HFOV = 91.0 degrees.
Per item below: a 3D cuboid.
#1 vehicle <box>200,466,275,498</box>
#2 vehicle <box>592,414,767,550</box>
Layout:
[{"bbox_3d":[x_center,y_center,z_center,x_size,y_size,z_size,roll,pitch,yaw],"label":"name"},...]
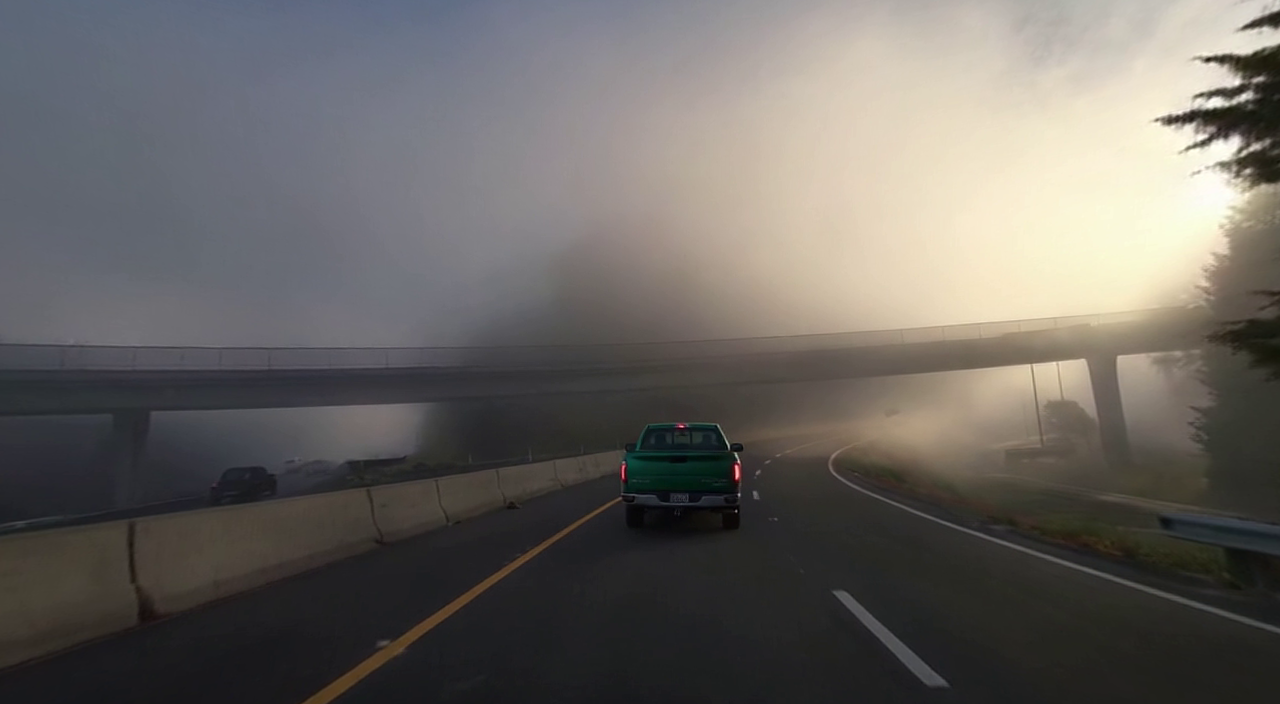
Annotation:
[{"bbox_3d":[-21.970,7.076,34.554,1.965,1.464,4.514,1,-9,-12],"label":"vehicle"},{"bbox_3d":[0.688,1.993,10.345,2.235,1.716,4.435,-1,-9,5],"label":"vehicle"}]
